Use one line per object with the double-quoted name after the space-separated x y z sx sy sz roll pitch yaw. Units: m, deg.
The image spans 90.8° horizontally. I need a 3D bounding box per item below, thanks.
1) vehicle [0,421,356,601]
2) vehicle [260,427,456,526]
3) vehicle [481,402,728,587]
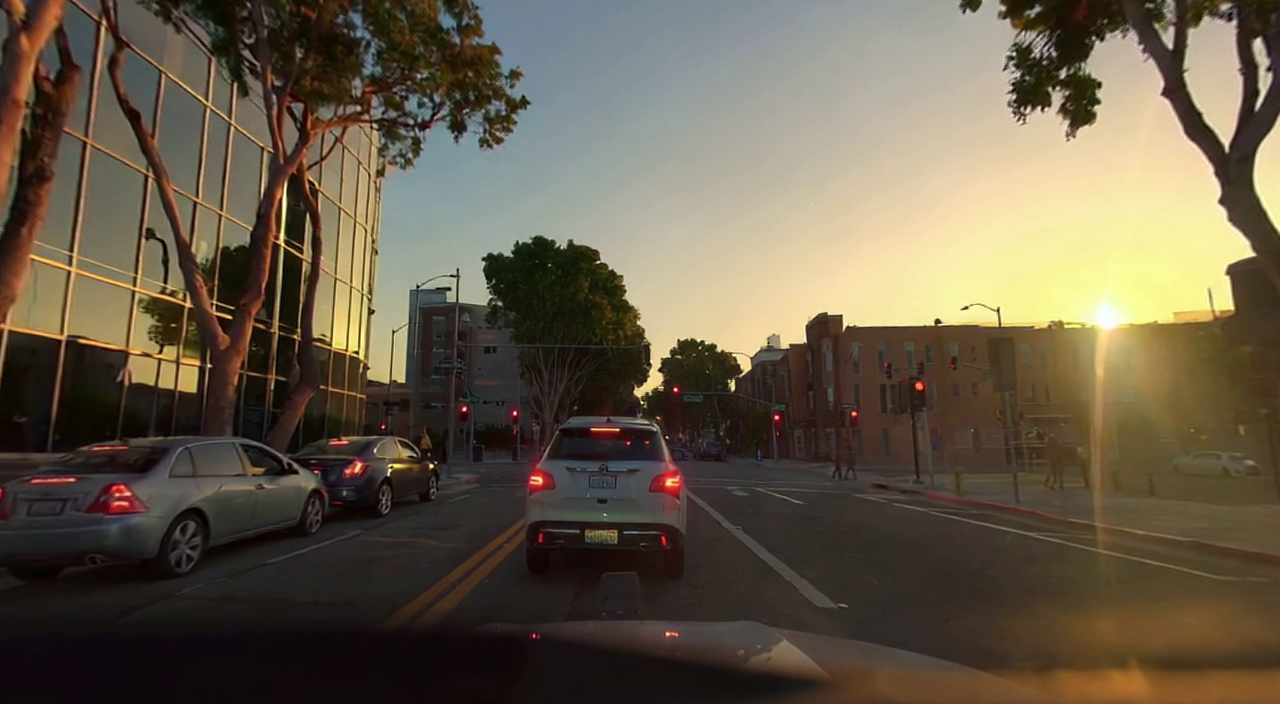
-5.741 1.854 8.332 1.904 1.684 4.529 0 -9 -1 "vehicle"
-5.869 2.636 14.020 2.077 1.791 4.751 0 -9 1 "vehicle"
-0.306 1.604 7.847 2.258 1.687 3.934 0 -9 1 "vehicle"
